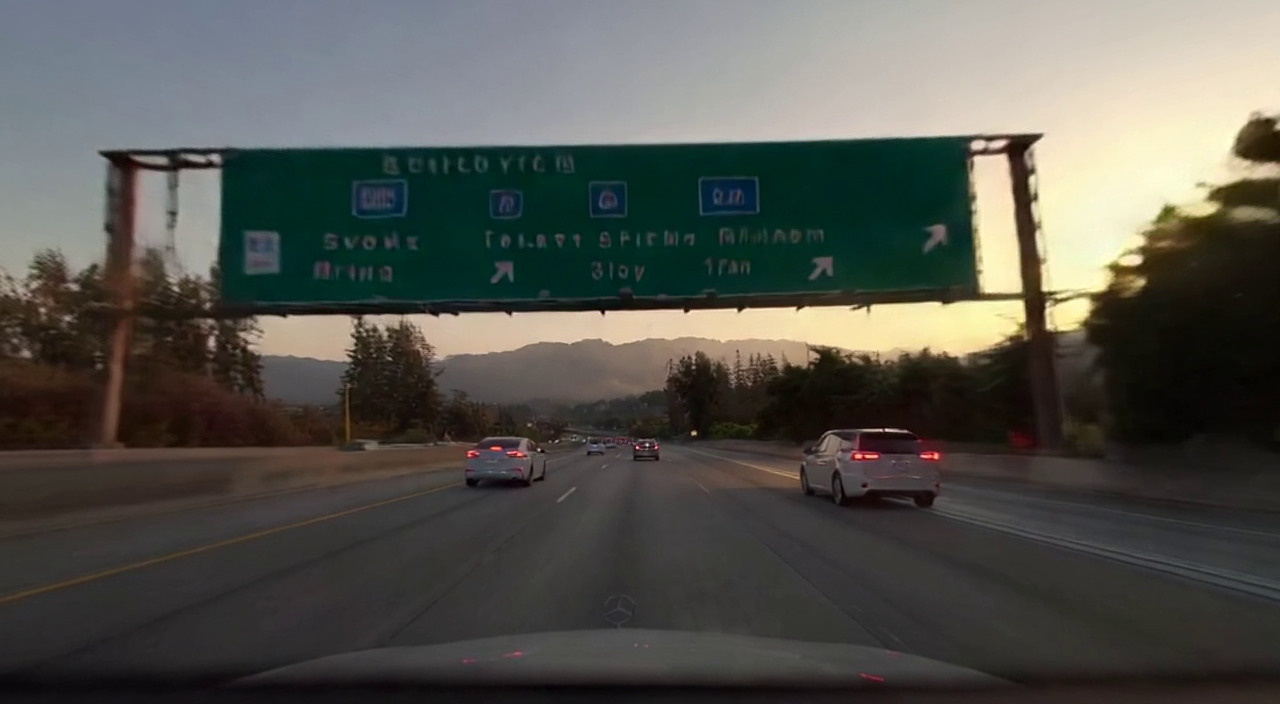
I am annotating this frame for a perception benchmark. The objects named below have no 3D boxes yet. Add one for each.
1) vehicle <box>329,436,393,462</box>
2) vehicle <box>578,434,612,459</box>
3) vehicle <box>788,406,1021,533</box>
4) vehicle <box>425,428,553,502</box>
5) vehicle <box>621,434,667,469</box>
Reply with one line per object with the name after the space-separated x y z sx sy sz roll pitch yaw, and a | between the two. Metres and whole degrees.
-18.400 6.418 41.676 2.121 1.619 4.577 0 -8 1 | vehicle
-3.230 6.893 45.843 2.044 1.682 4.201 0 -8 1 | vehicle
4.121 1.900 10.745 2.025 1.707 4.279 0 -8 -1 | vehicle
-3.580 2.758 15.835 2.066 1.561 4.495 0 -8 1 | vehicle
0.177 4.769 30.228 2.049 1.542 3.816 0 -8 0 | vehicle
